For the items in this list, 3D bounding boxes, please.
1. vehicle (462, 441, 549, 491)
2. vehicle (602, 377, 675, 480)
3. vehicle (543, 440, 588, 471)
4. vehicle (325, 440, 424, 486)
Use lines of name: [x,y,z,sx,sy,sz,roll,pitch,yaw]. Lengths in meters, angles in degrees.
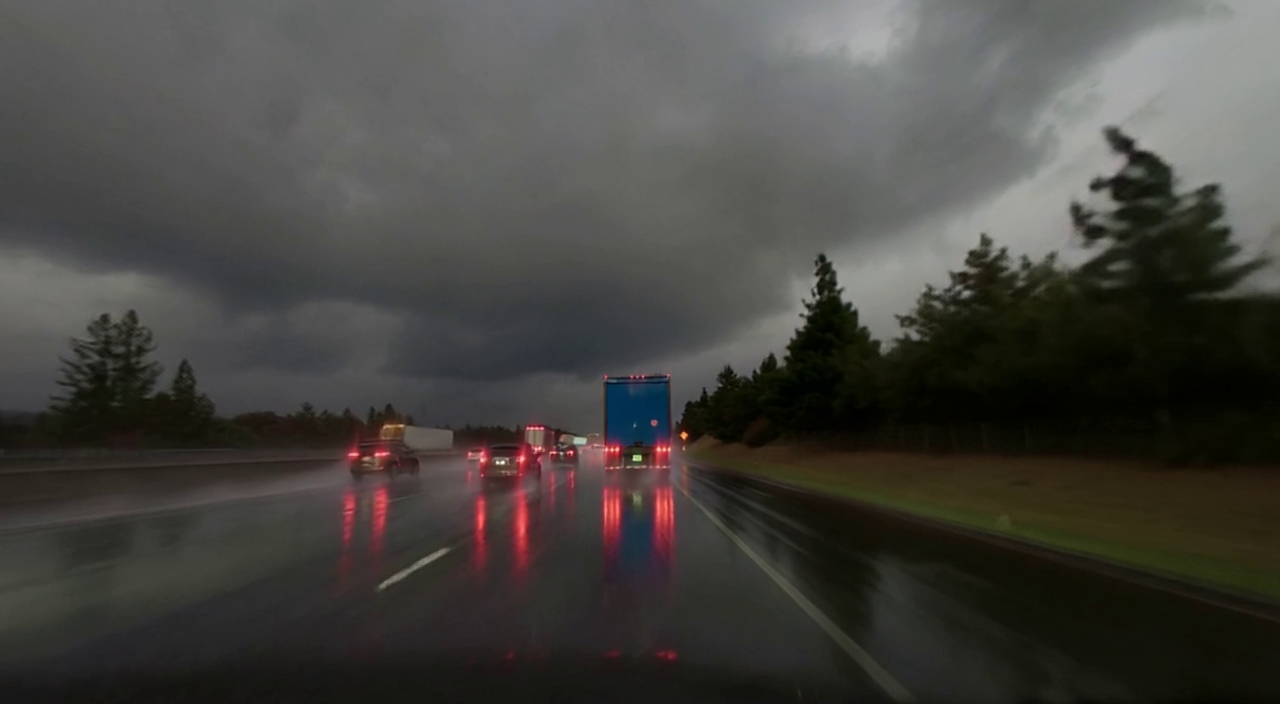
vehicle: [-4.605,3.952,22.232,2.164,1.582,3.979,0,-8,1]
vehicle: [-0.314,3.820,30.714,2.913,4.113,10.724,0,-8,-3]
vehicle: [-4.320,6.043,37.120,2.158,1.680,4.087,0,-8,0]
vehicle: [-10.002,4.197,24.118,1.952,1.590,4.090,-1,-8,1]
